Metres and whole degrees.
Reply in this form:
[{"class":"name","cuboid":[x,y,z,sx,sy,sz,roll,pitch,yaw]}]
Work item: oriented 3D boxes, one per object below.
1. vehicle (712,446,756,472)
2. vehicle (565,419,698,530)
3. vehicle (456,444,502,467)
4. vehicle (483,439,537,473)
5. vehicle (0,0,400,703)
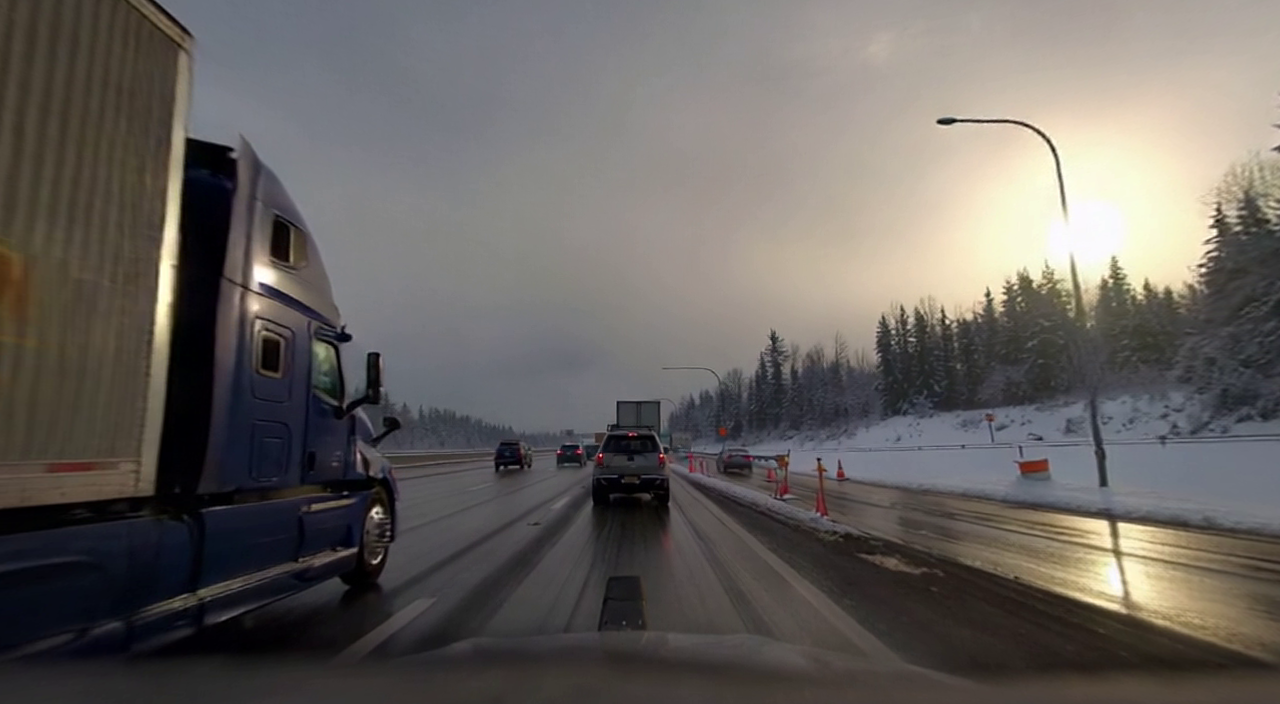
[{"class":"vehicle","cuboid":[5.688,6.533,38.667,1.918,1.479,4.571,0,-9,-1]},{"class":"vehicle","cuboid":[-0.141,2.284,12.254,2.152,1.779,3.924,0,-9,0]},{"class":"vehicle","cuboid":[-11.078,7.155,43.675,1.985,1.496,4.583,0,-9,0]},{"class":"vehicle","cuboid":[-7.103,5.735,34.894,1.950,1.716,4.436,0,-9,1]},{"class":"vehicle","cuboid":[-3.843,-0.109,1.556,2.990,3.885,8.243,0,-9,2]}]
